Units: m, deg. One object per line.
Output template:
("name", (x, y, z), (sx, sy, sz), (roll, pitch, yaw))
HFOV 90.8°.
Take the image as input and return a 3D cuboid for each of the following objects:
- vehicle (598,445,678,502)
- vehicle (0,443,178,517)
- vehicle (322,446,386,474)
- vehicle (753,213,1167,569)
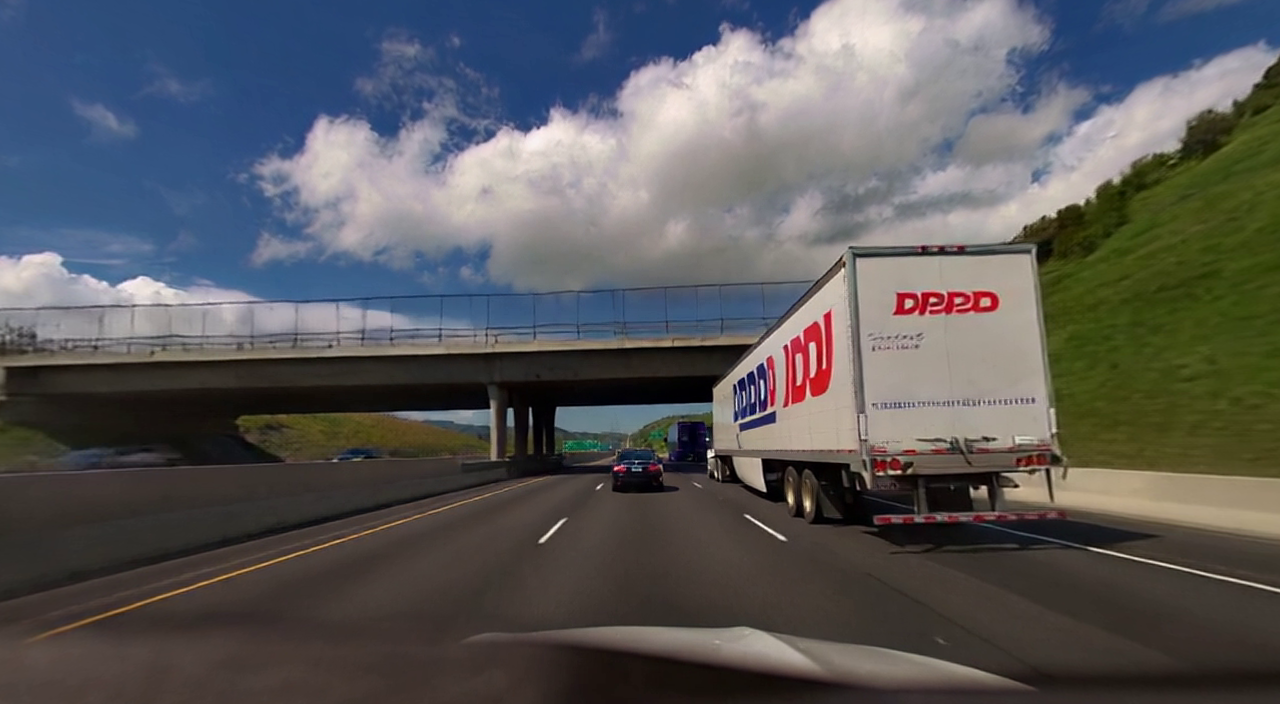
("vehicle", (-0.059, 3.382, 17.912), (2.029, 1.437, 3.794), (0, -9, 0))
("vehicle", (-14.646, 3.228, 16.414), (1.864, 1.639, 4.400), (0, -9, 1))
("vehicle", (-17.423, 6.588, 38.731), (1.931, 1.569, 4.277), (0, -9, 0))
("vehicle", (4.185, 0.985, 11.097), (2.802, 3.956, 8.291), (0, -9, 0))
